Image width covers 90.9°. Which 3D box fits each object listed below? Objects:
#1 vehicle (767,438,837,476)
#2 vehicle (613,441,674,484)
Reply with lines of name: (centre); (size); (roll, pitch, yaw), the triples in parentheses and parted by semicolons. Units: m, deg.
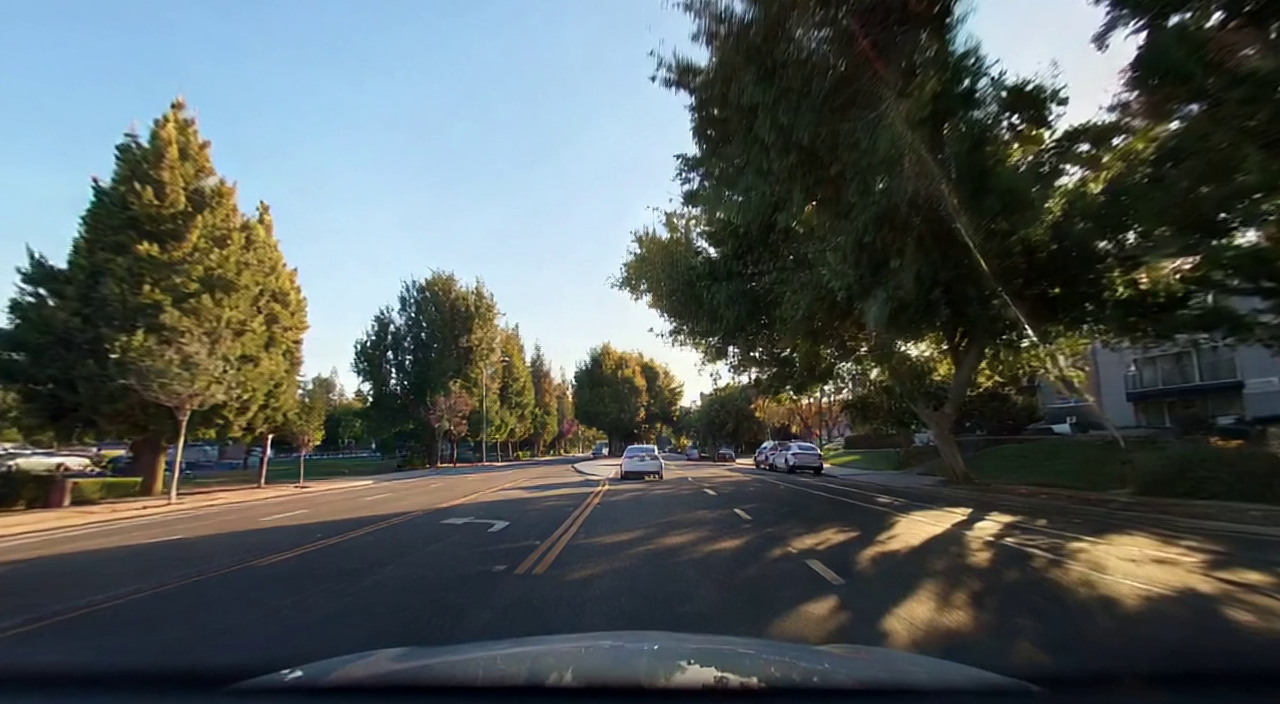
vehicle: (8.273, 5.411, 32.772); (2.185, 1.818, 5.038); (0, -8, -2)
vehicle: (0.103, 4.134, 23.880); (2.099, 1.470, 4.302); (0, -8, 0)
